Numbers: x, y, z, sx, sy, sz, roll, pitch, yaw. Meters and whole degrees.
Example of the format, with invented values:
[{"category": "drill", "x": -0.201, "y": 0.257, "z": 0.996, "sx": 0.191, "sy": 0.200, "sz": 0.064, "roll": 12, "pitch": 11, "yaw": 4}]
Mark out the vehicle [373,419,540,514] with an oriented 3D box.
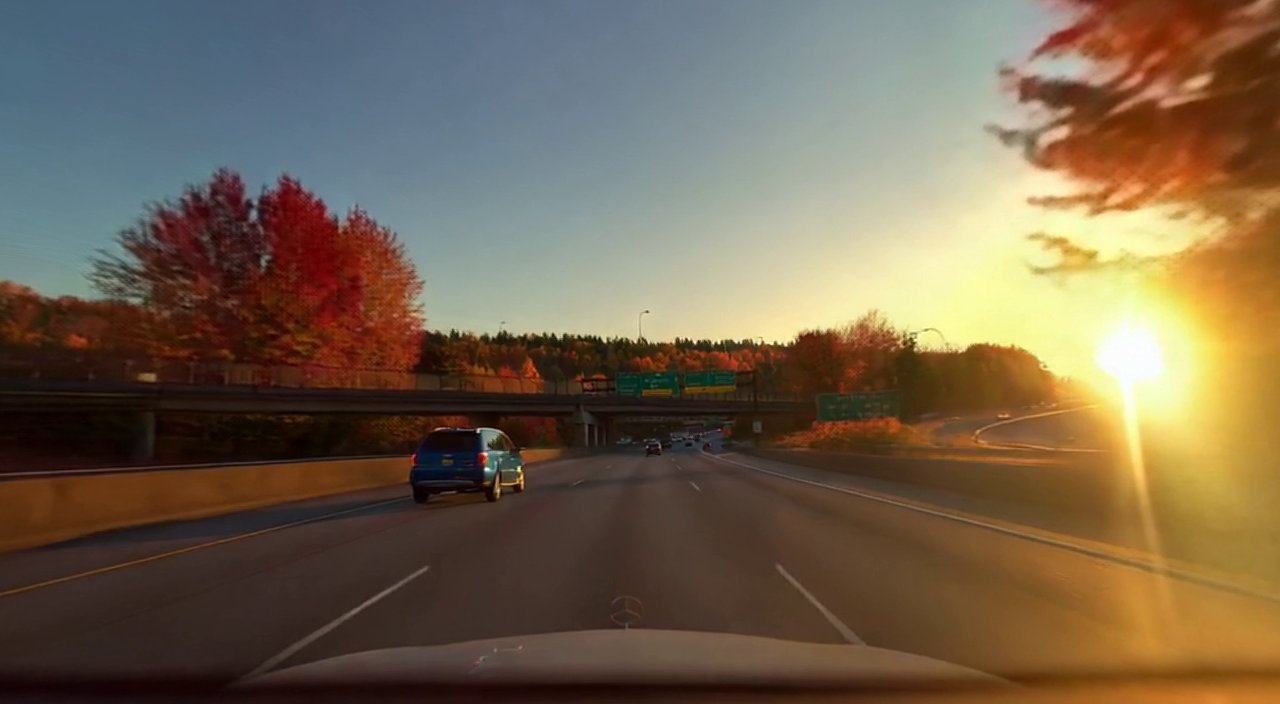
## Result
[{"category": "vehicle", "x": -3.684, "y": 2.397, "z": 13.675, "sx": 2.177, "sy": 1.707, "sz": 4.432, "roll": 0, "pitch": -8, "yaw": 2}]
